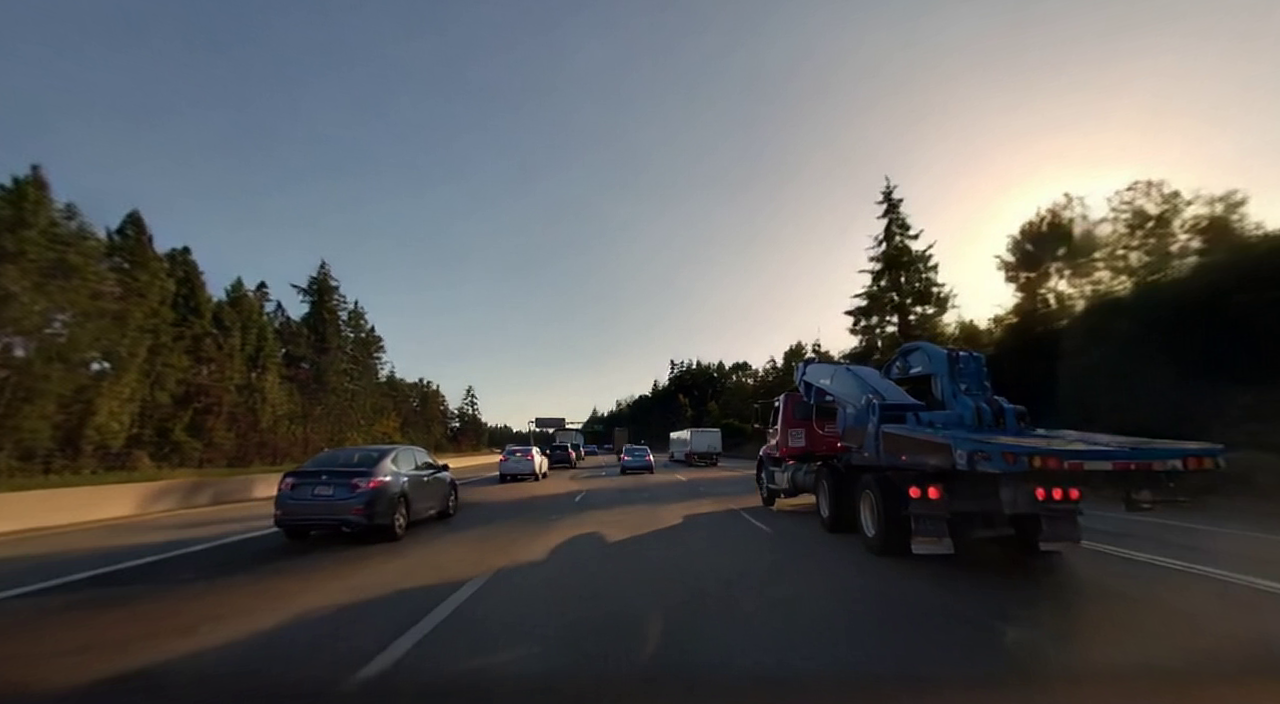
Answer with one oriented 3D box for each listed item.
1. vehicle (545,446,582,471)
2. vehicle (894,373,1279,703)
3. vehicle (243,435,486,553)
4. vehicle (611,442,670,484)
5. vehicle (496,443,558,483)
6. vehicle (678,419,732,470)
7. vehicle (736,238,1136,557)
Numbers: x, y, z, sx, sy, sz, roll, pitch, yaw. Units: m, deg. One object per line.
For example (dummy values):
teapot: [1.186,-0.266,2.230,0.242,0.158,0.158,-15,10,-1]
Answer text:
vehicle: [-4.819,6.766,39.979,1.924,1.481,4.264,0,-9,-1]
vehicle: [4.083,1.088,3.883,2.599,1.631,5.693,0,-9,0]
vehicle: [-4.181,2.219,10.577,1.880,1.507,4.757,0,-9,1]
vehicle: [-0.039,4.303,24.583,2.150,1.498,3.988,0,-9,-2]
vehicle: [-4.600,4.589,26.110,1.858,1.527,3.974,0,-9,0]
vehicle: [3.868,5.732,38.853,2.416,2.829,7.016,0,-9,-1]
vehicle: [3.926,1.098,11.308,2.975,3.618,8.456,0,-9,0]
